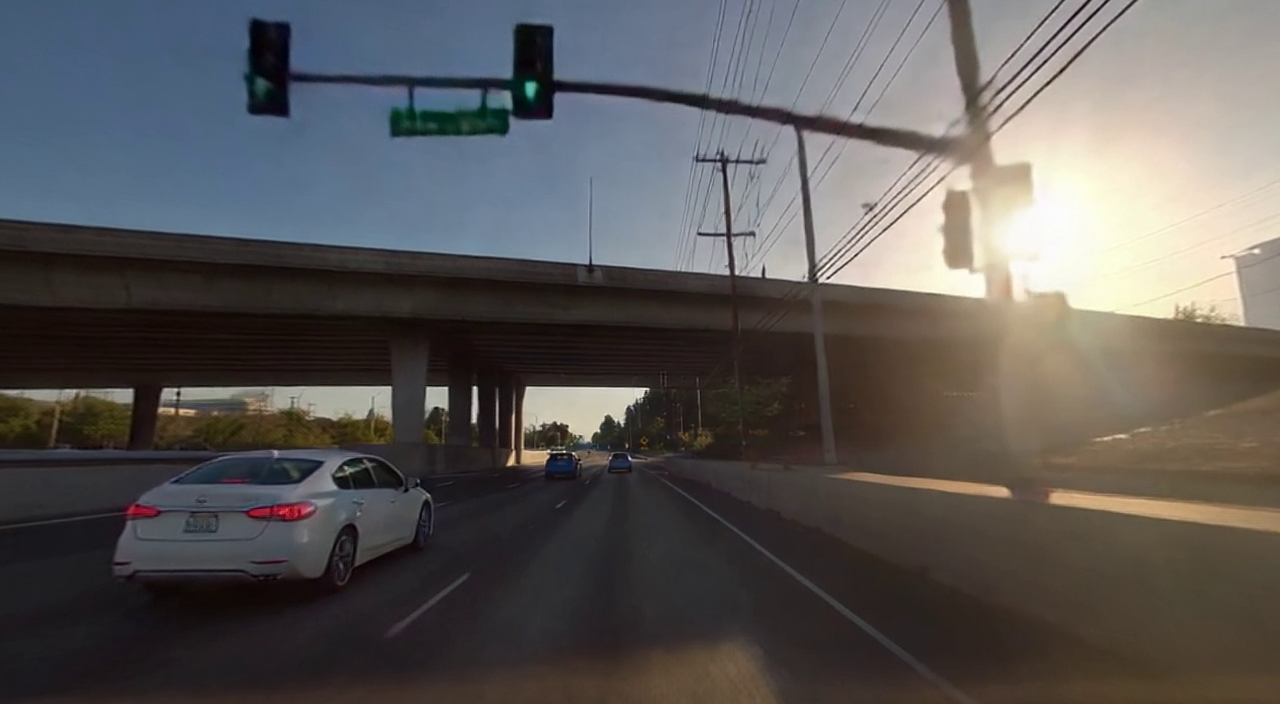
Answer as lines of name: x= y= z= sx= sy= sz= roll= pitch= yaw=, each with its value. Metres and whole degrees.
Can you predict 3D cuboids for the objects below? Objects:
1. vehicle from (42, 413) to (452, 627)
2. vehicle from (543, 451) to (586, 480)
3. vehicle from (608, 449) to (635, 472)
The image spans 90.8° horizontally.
vehicle: x=-3.743 y=1.644 z=7.191 sx=1.925 sy=1.666 sz=4.271 roll=0 pitch=-8 yaw=-1
vehicle: x=-4.059 y=6.151 z=34.582 sx=1.946 sy=1.437 sz=4.154 roll=0 pitch=-8 yaw=-1
vehicle: x=-1.417 y=8.192 z=47.837 sx=1.985 sy=1.565 sz=3.968 roll=0 pitch=-8 yaw=-2
